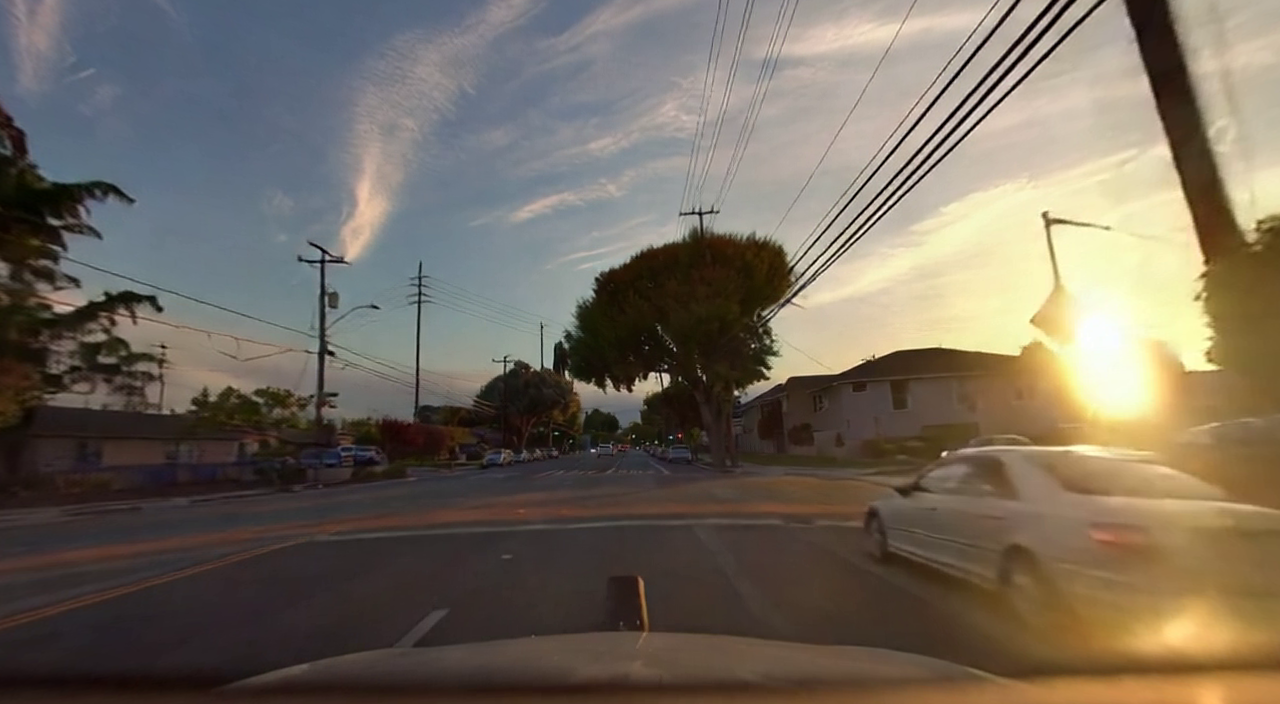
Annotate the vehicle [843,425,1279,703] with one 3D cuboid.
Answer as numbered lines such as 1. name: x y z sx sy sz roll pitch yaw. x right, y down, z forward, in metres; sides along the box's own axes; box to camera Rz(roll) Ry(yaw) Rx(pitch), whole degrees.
1. vehicle: 3.571 1.485 5.635 1.920 1.499 4.457 0 -9 -2

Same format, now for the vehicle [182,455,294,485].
1. vehicle: -21.851 6.408 34.506 4.728 1.536 2.006 0 -9 0

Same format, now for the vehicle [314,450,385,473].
1. vehicle: -22.711 8.572 49.523 4.612 1.736 1.951 0 -9 -1
